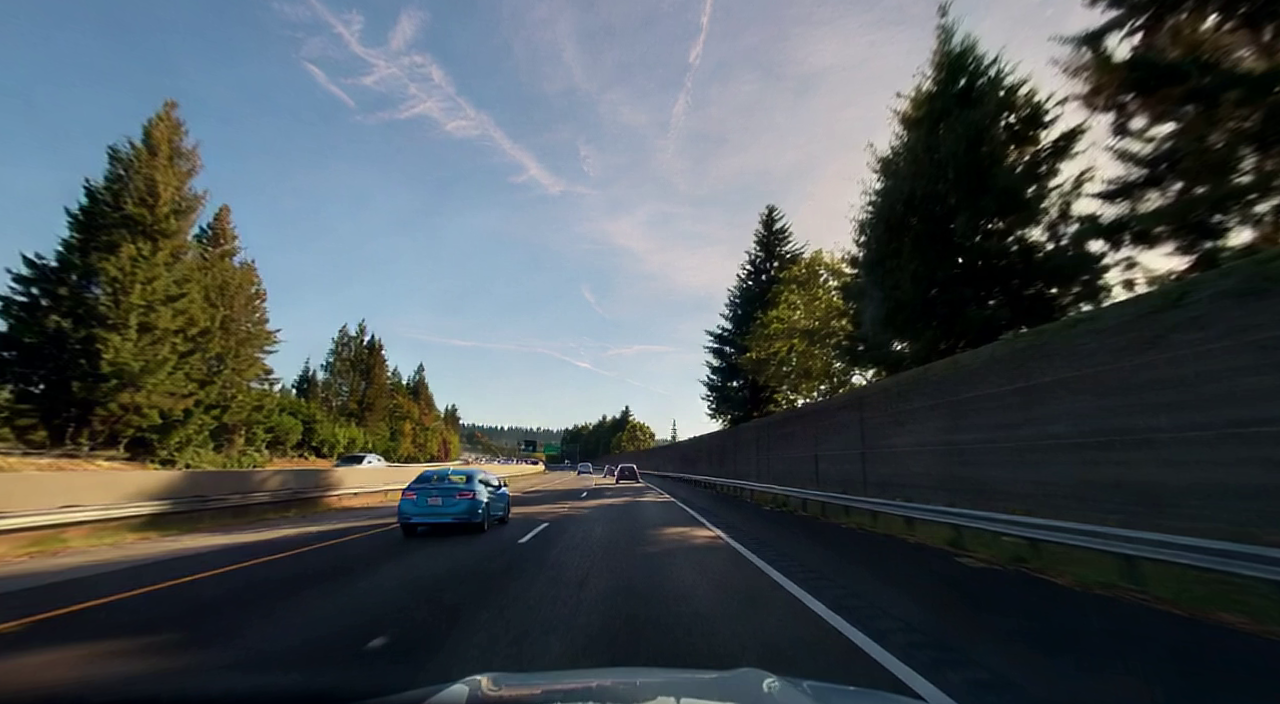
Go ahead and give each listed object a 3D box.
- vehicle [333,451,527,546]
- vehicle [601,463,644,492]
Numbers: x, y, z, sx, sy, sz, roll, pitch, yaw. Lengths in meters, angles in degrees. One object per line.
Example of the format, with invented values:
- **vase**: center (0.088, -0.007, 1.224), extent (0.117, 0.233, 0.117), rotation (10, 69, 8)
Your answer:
- **vehicle**: center (-3.897, 2.859, 12.811), extent (2.310, 1.521, 4.731), rotation (1, -11, 0)
- **vehicle**: center (-0.979, 7.388, 37.277), extent (2.363, 1.526, 4.687), rotation (1, -11, 0)
